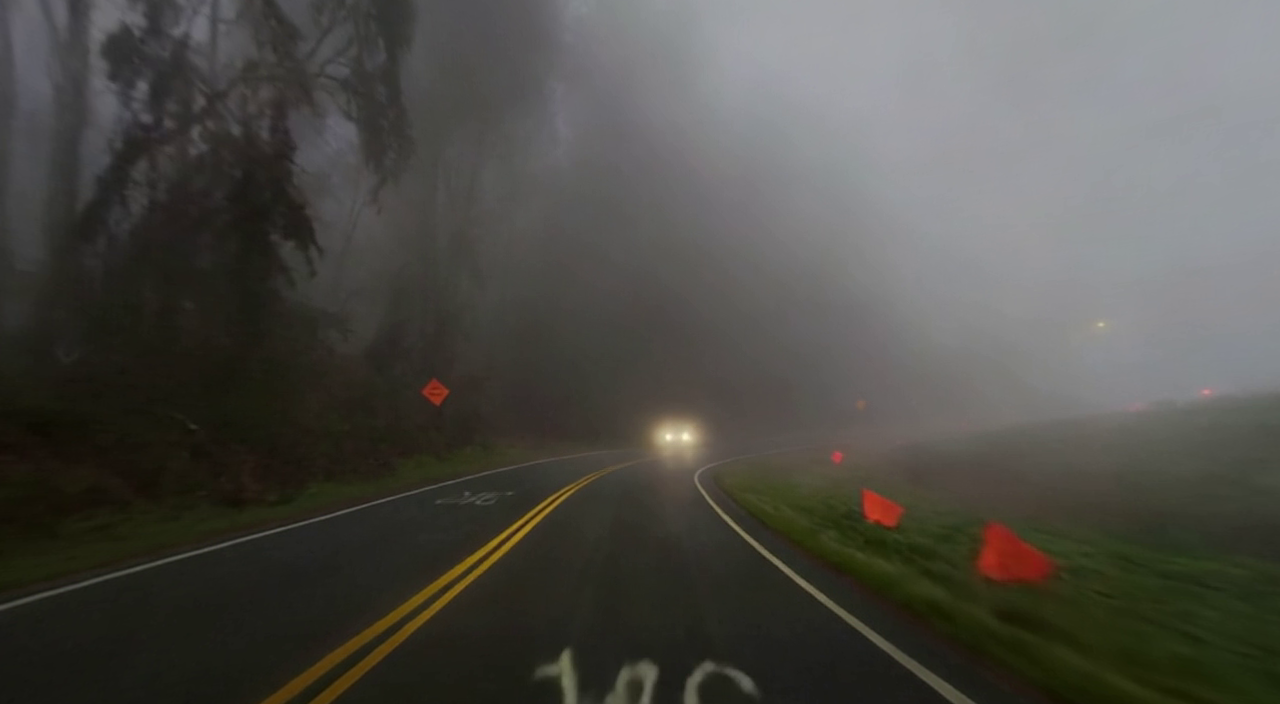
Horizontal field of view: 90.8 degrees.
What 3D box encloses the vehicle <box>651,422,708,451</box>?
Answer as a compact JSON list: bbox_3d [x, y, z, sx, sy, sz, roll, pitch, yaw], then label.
[{"bbox_3d":[2.856,6.032,44.721,2.095,1.939,4.857,-5,-10,30],"label":"vehicle"}]
